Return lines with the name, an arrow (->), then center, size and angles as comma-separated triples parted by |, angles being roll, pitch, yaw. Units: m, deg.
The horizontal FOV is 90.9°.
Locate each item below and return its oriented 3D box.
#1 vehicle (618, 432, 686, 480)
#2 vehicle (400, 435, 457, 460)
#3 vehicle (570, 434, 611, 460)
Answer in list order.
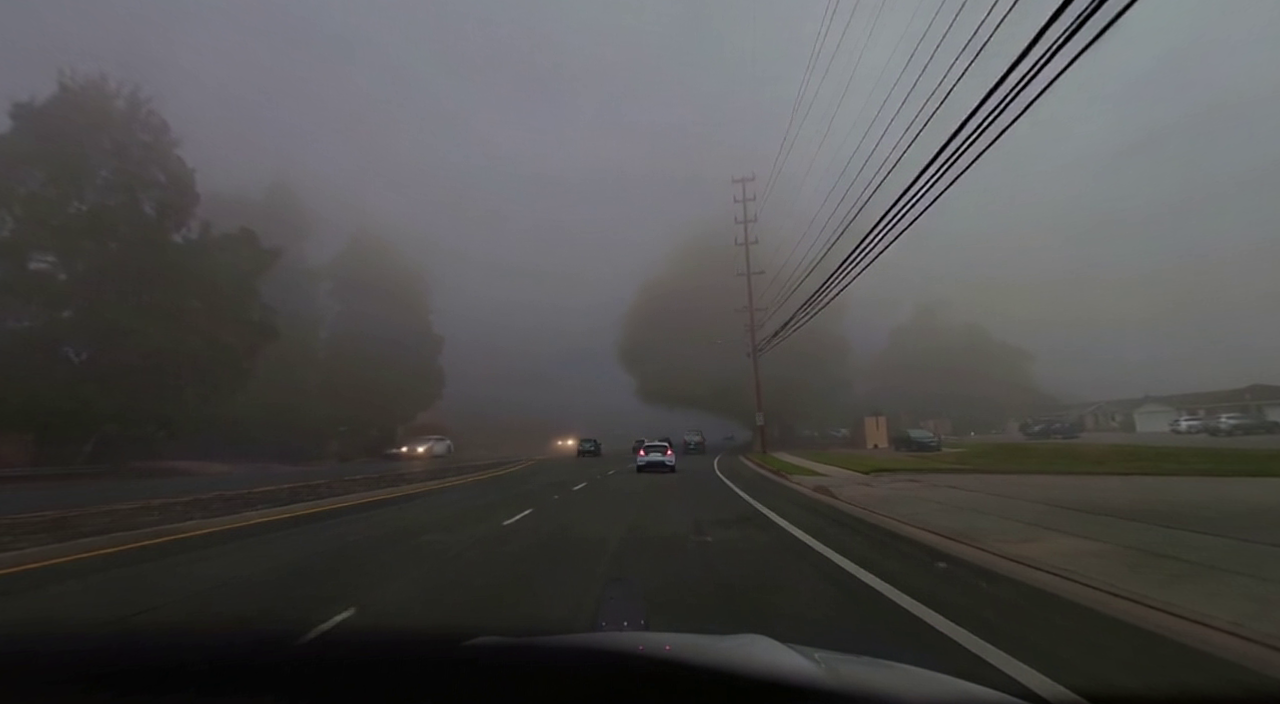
vehicle -> 0.513, 3.555, 21.741 | 2.117, 1.474, 4.036 | -1, -8, 4
vehicle -> -15.720, 7.163, 47.104 | 2.081, 1.739, 4.704 | -1, -9, 7
vehicle -> -2.996, 5.885, 39.026 | 1.983, 1.485, 4.159 | -1, -8, 3
